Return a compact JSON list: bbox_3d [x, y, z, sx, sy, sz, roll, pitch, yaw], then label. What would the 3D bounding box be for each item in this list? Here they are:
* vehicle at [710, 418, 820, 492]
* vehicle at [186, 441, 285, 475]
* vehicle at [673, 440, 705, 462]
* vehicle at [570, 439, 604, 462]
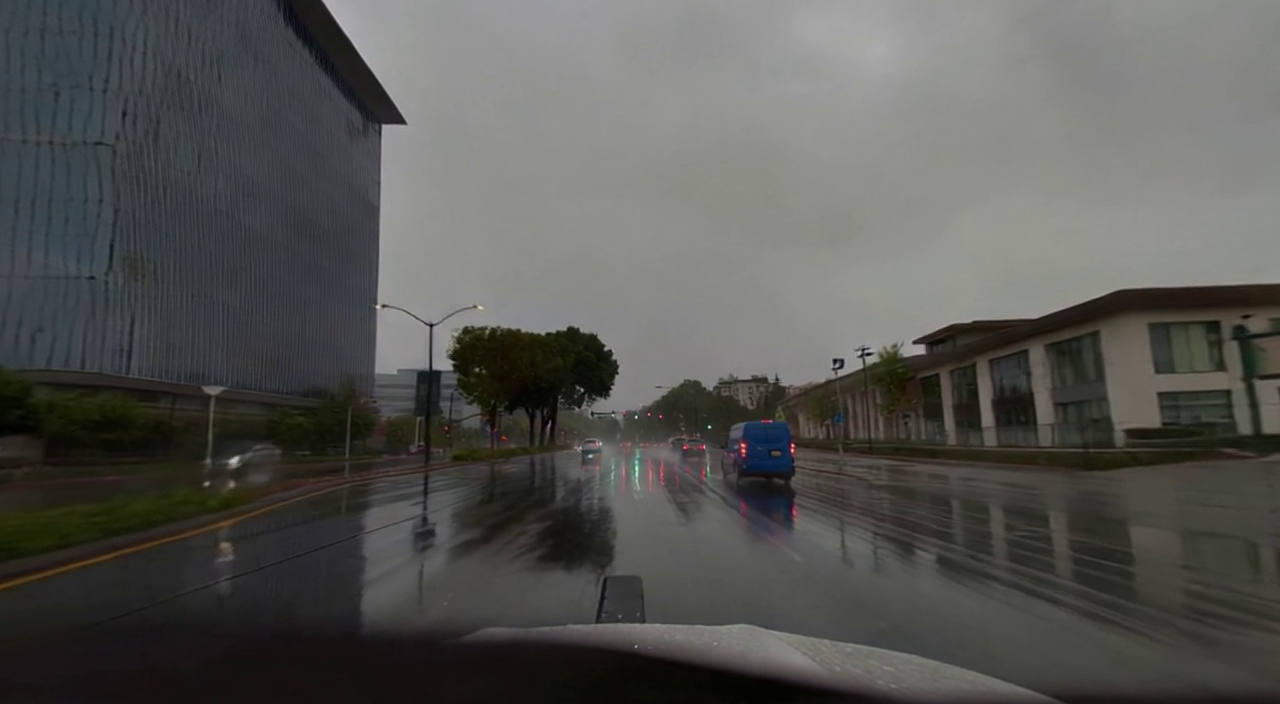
[{"bbox_3d":[3.558,3.070,19.067,2.200,1.914,5.145,0,-9,-1],"label":"vehicle"},{"bbox_3d":[-19.909,5.224,31.250,1.836,1.512,4.493,0,-8,1],"label":"vehicle"},{"bbox_3d":[3.405,6.958,44.285,1.867,1.493,4.190,0,-9,-1],"label":"vehicle"},{"bbox_3d":[-3.543,6.709,42.822,1.864,1.464,4.195,0,-9,1],"label":"vehicle"}]
